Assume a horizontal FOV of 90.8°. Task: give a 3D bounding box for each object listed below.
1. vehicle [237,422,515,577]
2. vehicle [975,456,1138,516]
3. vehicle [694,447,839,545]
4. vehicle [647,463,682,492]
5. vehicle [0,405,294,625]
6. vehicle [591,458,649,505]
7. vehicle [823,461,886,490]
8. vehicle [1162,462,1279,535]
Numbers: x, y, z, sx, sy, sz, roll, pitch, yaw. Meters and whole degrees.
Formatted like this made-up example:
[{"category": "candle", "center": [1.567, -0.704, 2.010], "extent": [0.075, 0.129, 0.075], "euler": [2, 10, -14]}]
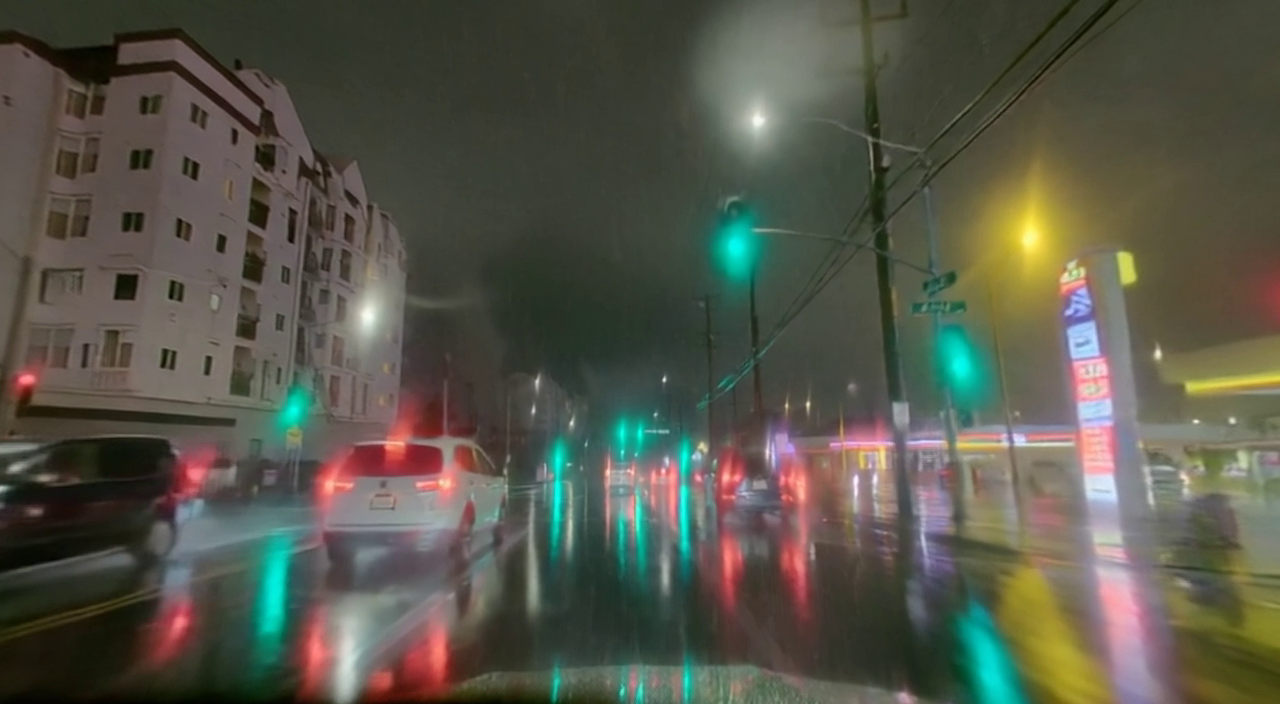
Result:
[{"category": "vehicle", "center": [-3.389, 1.974, 9.345], "extent": [2.221, 1.706, 4.451], "euler": [0, -8, -1]}, {"category": "vehicle", "center": [12.231, 3.866, 18.599], "extent": [4.048, 1.539, 1.820], "euler": [3, -9, -19]}, {"category": "vehicle", "center": [2.374, 2.806, 13.092], "extent": [1.945, 1.647, 4.160], "euler": [0, -8, -3]}, {"category": "vehicle", "center": [1.564, 8.202, 41.609], "extent": [1.953, 1.687, 4.094], "euler": [0, -8, -3]}, {"category": "vehicle", "center": [-6.359, 1.642, 7.230], "extent": [2.115, 1.794, 4.757], "euler": [0, -8, -1]}, {"category": "vehicle", "center": [-0.712, 4.804, 23.826], "extent": [1.999, 1.487, 3.939], "euler": [0, -8, -1]}, {"category": "vehicle", "center": [12.834, 7.396, 38.196], "extent": [1.846, 1.480, 4.649], "euler": [0, -8, -5]}, {"category": "vehicle", "center": [15.801, 3.626, 16.070], "extent": [1.959, 1.482, 4.664], "euler": [-2, -9, 14]}]
